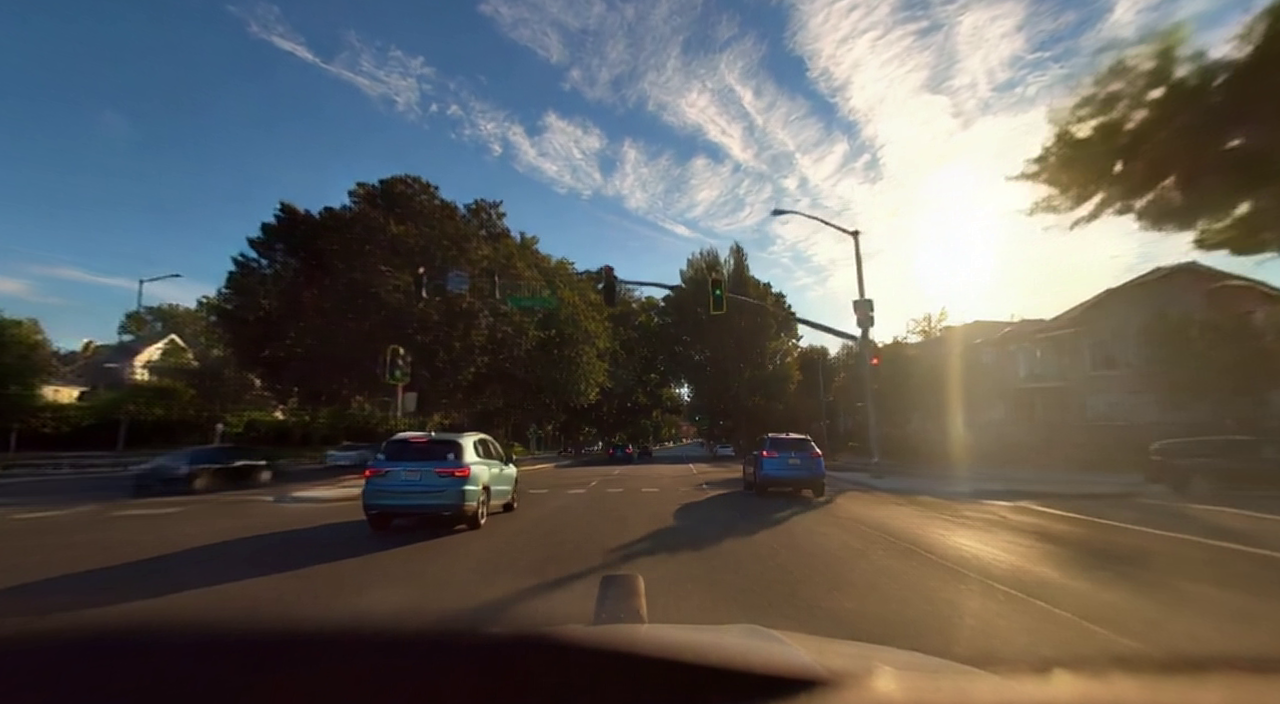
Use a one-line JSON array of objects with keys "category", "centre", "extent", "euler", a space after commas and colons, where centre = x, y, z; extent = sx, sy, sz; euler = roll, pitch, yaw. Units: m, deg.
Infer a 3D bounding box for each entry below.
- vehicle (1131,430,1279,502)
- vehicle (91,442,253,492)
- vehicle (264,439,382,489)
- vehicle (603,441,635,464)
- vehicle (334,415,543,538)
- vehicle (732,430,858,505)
[{"category": "vehicle", "centre": [16.051, 2.949, 16.857], "extent": [4.922, 1.630, 2.094], "euler": [1, -8, -18]}, {"category": "vehicle", "centre": [-15.473, 3.792, 21.279], "extent": [1.906, 1.457, 4.559], "euler": [-1, -8, 1]}, {"category": "vehicle", "centre": [-11.434, 4.022, 23.212], "extent": [2.006, 1.492, 4.672], "euler": [-3, -8, -1]}, {"category": "vehicle", "centre": [-1.501, 7.305, 46.217], "extent": [1.988, 1.569, 4.202], "euler": [-1, -8, 3]}, {"category": "vehicle", "centre": [-3.155, 2.059, 11.117], "extent": [2.045, 1.688, 4.632], "euler": [-1, -8, 2]}, {"category": "vehicle", "centre": [3.803, 2.910, 16.453], "extent": [2.132, 1.659, 4.387], "euler": [0, -8, 0]}]
